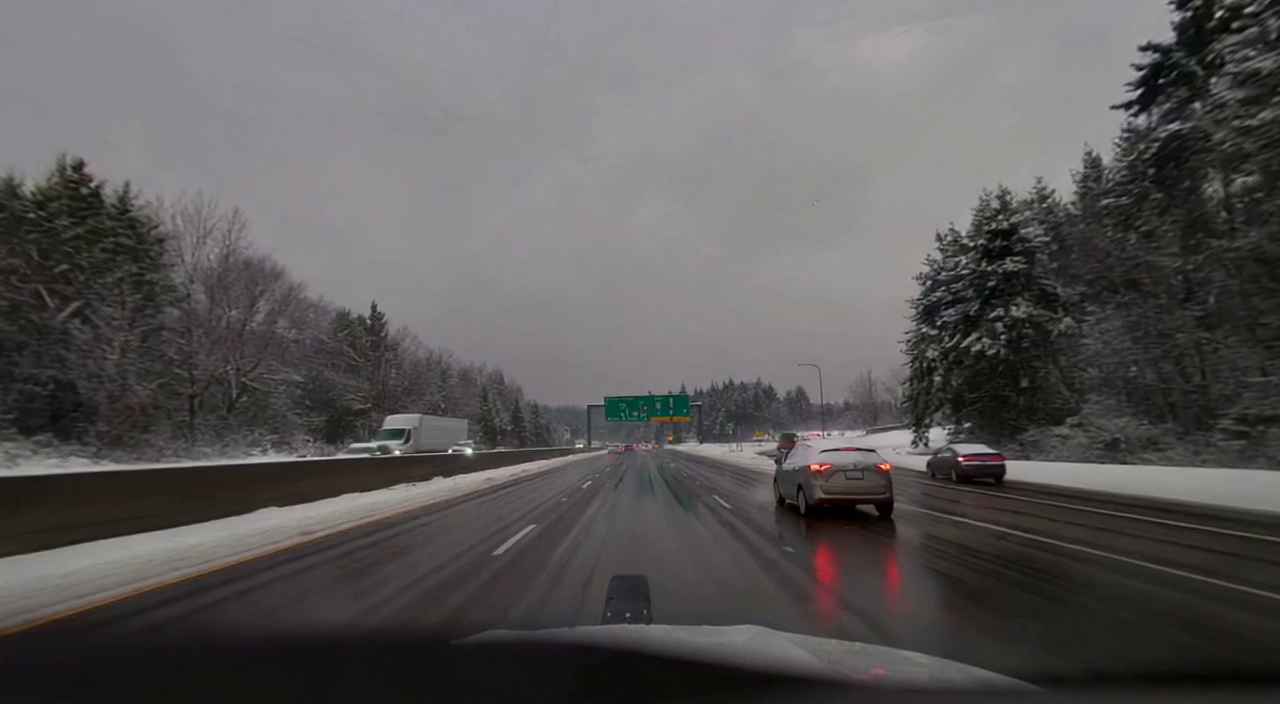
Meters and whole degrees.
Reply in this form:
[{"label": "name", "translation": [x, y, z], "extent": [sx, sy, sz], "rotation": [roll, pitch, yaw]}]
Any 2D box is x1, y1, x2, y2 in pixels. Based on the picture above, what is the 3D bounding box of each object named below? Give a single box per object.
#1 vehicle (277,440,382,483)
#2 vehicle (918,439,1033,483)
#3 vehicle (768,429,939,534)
[{"label": "vehicle", "translation": [-12.153, 4.292, 25.003], "extent": [1.901, 1.535, 4.350], "rotation": [0, -8, 1]}, {"label": "vehicle", "translation": [12.068, 3.930, 23.042], "extent": [2.002, 1.445, 4.637], "rotation": [-1, -8, 5]}, {"label": "vehicle", "translation": [3.670, 2.271, 11.664], "extent": [1.909, 1.599, 3.943], "rotation": [0, -8, 2]}]
